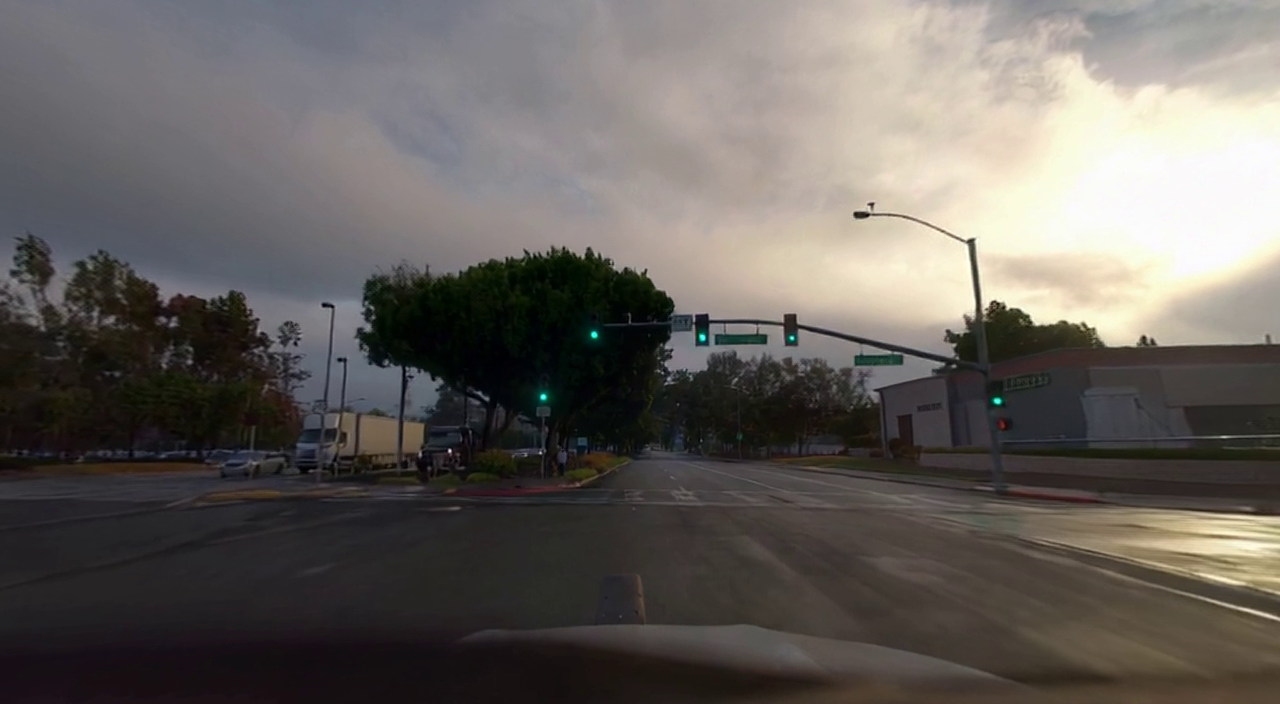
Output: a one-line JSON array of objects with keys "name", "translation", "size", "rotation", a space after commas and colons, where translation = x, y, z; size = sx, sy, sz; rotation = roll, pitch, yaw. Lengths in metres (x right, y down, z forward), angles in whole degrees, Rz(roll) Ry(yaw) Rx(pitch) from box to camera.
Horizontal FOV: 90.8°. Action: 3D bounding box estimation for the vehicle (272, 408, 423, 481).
[{"name": "vehicle", "translation": [-17.784, 5.962, 40.240], "size": [2.953, 3.772, 14.243], "rotation": [0, -9, -1]}]
